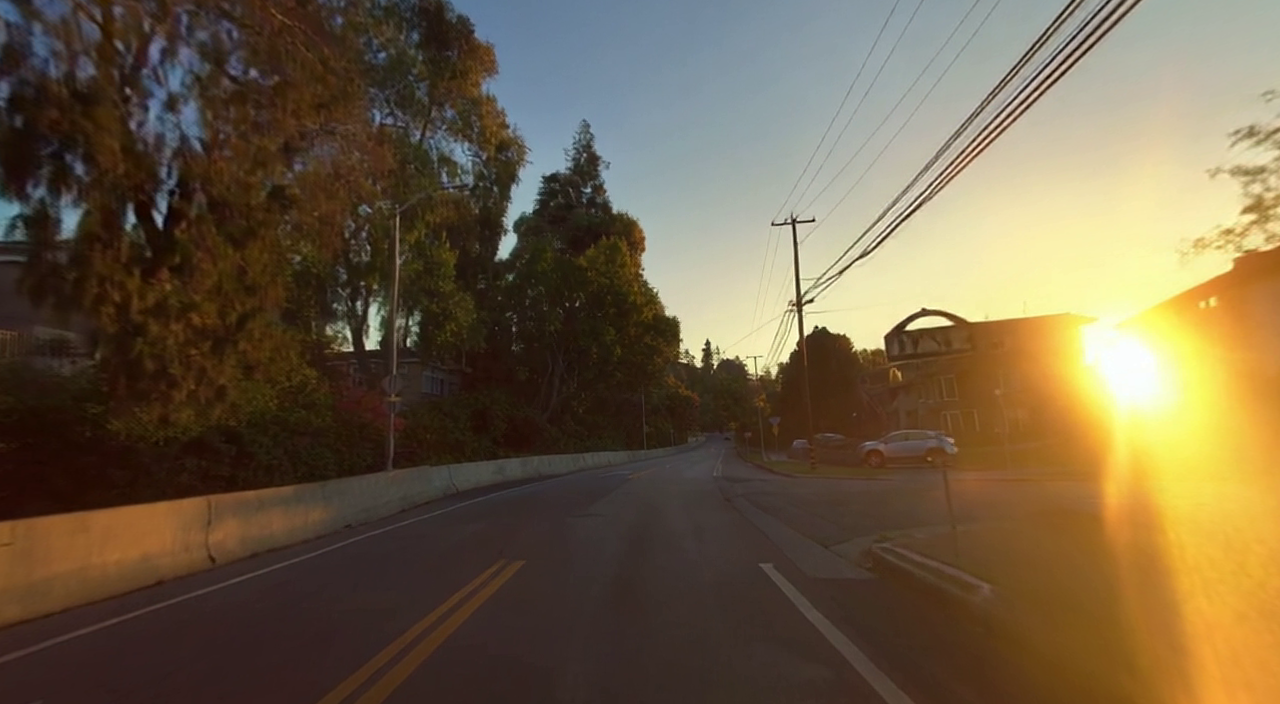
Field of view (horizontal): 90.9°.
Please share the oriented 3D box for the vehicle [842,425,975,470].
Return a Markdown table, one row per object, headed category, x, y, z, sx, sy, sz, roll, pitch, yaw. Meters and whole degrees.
| category | x | y | z | sx | sy | sz | roll | pitch | yaw |
| --- | --- | --- | --- | --- | --- | --- | --- | --- | --- |
| vehicle | 10.972 | 3.951 | 26.082 | 4.614 | 1.764 | 1.860 | -1 | -9 | 6 |
